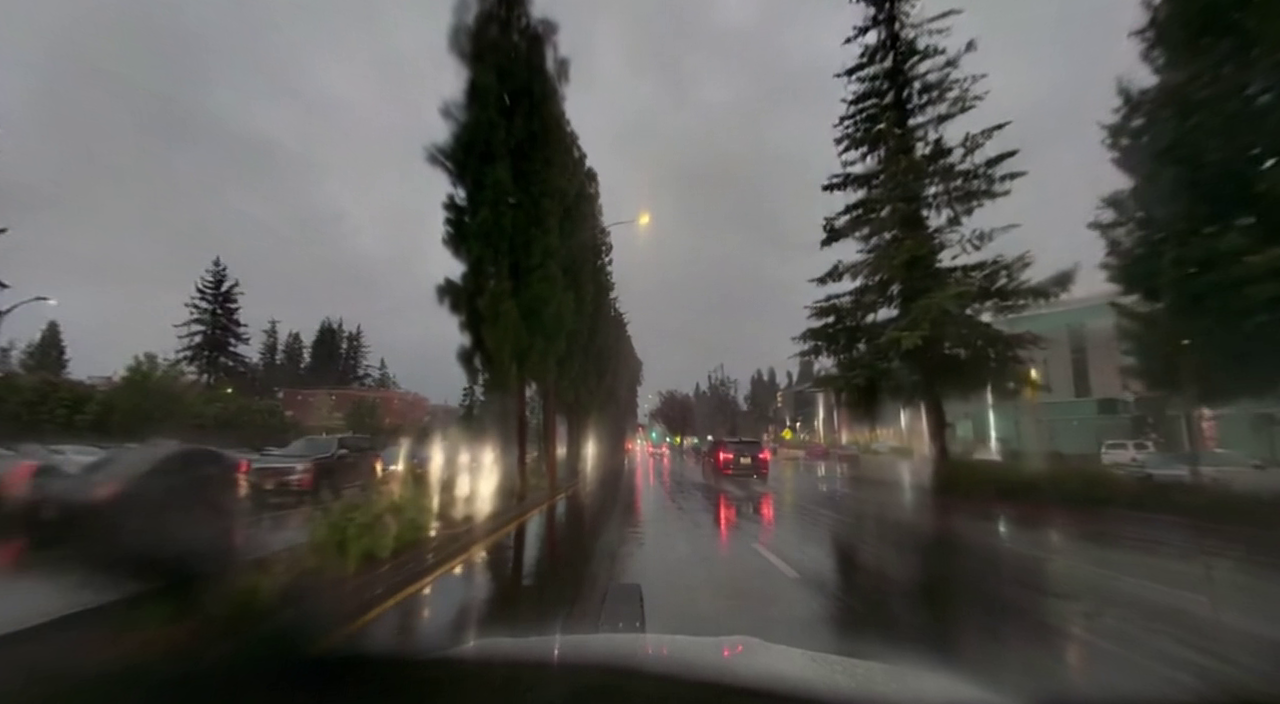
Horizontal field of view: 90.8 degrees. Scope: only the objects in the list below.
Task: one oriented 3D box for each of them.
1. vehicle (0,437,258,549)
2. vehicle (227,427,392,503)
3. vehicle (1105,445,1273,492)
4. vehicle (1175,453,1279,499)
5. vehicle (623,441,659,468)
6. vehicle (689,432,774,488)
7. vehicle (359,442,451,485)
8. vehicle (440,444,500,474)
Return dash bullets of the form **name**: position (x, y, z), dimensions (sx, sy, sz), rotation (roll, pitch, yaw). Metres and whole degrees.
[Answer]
- **vehicle**: position (-9.022, 2.251, 10.879), dimensions (1.955, 1.484, 4.608), rotation (0, -8, 0)
- **vehicle**: position (-9.038, 3.121, 17.894), dimensions (2.024, 1.822, 4.824), rotation (0, -8, 0)
- **vehicle**: position (20.558, 4.347, 23.814), dimensions (4.519, 1.657, 1.944), rotation (0, -8, -2)
- **vehicle**: position (20.676, 4.133, 21.194), dimensions (3.914, 1.421, 1.695), rotation (0, -8, -2)
- **vehicle**: position (0.029, 6.446, 39.950), dimensions (2.145, 1.572, 4.021), rotation (0, -8, -1)
- **vehicle**: position (3.159, 3.858, 22.908), dimensions (2.235, 1.806, 4.818), rotation (0, -8, -2)
- **vehicle**: position (-8.882, 4.227, 24.281), dimensions (1.864, 1.500, 4.294), rotation (0, -8, 0)
- **vehicle**: position (-9.065, 5.727, 34.069), dimensions (1.938, 1.464, 4.340), rotation (0, -8, 1)
